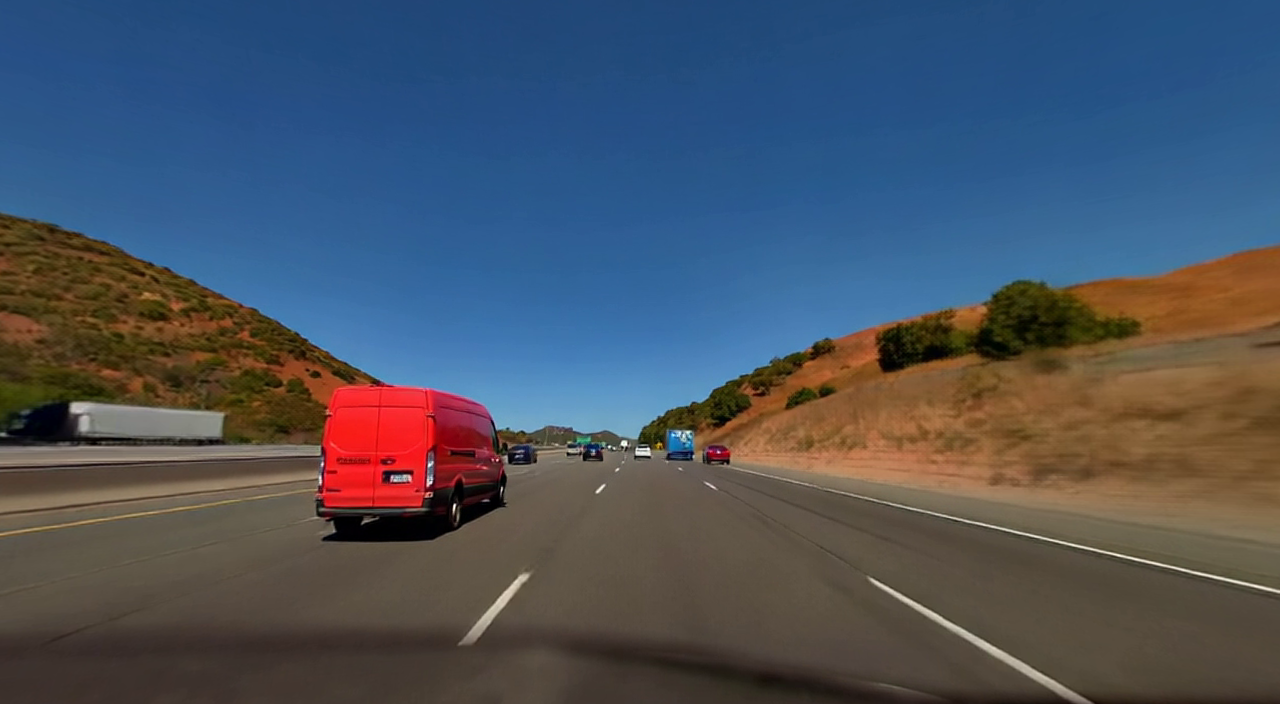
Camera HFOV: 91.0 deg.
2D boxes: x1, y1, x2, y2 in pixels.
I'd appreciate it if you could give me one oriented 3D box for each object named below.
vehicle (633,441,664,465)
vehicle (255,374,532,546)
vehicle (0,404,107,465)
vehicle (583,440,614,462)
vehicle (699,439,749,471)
[{"bbox_3d":[0.560,6.785,42.437,2.014,1.543,3.804,0,-9,0],"label":"vehicle"},{"bbox_3d":[-3.659,1.815,11.013,2.421,2.203,5.775,0,-9,1],"label":"vehicle"},{"bbox_3d":[-42.461,5.678,42.792,3.278,3.863,10.251,0,-9,1],"label":"vehicle"},{"bbox_3d":[-3.154,7.615,48.577,2.138,1.581,4.340,0,-9,0],"label":"vehicle"},{"bbox_3d":[4.503,5.609,34.409,2.051,1.598,4.145,0,-9,-1],"label":"vehicle"}]
